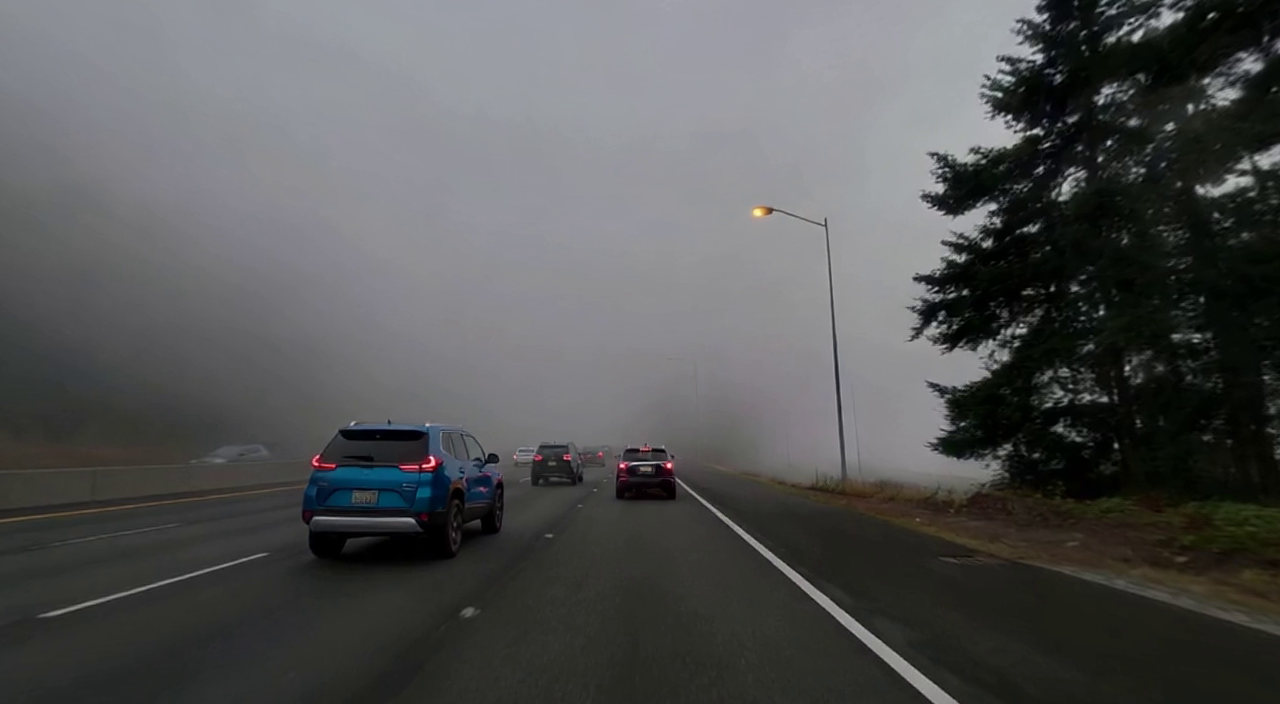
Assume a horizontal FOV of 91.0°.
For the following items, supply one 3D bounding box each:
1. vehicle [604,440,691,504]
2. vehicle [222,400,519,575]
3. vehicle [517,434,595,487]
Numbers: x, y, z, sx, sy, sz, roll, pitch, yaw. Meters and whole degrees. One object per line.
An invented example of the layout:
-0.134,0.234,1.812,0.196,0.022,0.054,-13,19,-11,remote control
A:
0.151,3.175,17.056,2.068,1.488,4.045,0,-9,0,vehicle
-3.206,1.713,8.653,2.123,1.798,4.108,0,-9,2,vehicle
-3.028,4.053,23.753,2.125,1.771,4.721,0,-9,2,vehicle
